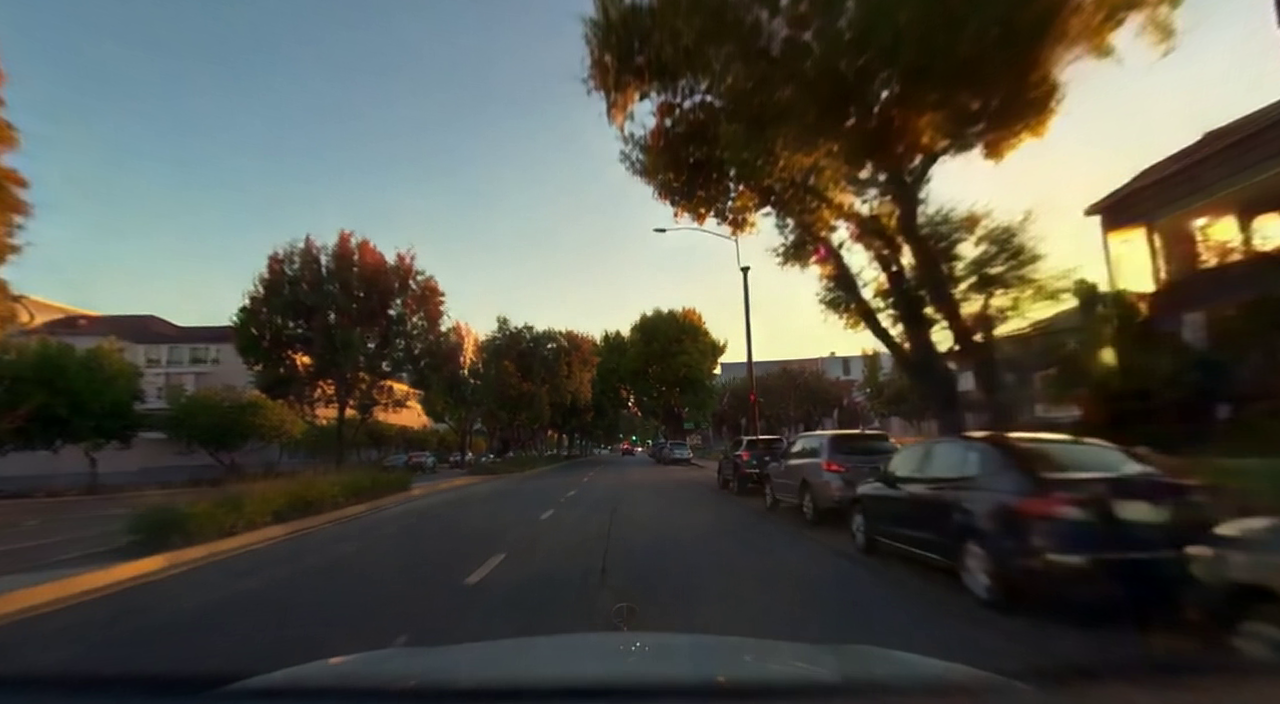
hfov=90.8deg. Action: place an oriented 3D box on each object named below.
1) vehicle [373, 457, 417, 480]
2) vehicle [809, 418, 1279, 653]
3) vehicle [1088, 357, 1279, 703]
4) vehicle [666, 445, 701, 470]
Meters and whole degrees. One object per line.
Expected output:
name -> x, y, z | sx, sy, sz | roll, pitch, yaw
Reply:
vehicle -> -18.901, 8.964, 48.909 | 1.791, 1.461, 4.496 | -4, -8, -2
vehicle -> 3.313, 1.519, 6.422 | 1.825, 1.488, 4.604 | 0, -8, -1
vehicle -> 3.793, 0.651, 1.424 | 1.909, 1.647, 4.846 | 0, -8, -1
vehicle -> 2.793, 6.859, 41.345 | 1.924, 1.492, 4.587 | 0, -8, 0
